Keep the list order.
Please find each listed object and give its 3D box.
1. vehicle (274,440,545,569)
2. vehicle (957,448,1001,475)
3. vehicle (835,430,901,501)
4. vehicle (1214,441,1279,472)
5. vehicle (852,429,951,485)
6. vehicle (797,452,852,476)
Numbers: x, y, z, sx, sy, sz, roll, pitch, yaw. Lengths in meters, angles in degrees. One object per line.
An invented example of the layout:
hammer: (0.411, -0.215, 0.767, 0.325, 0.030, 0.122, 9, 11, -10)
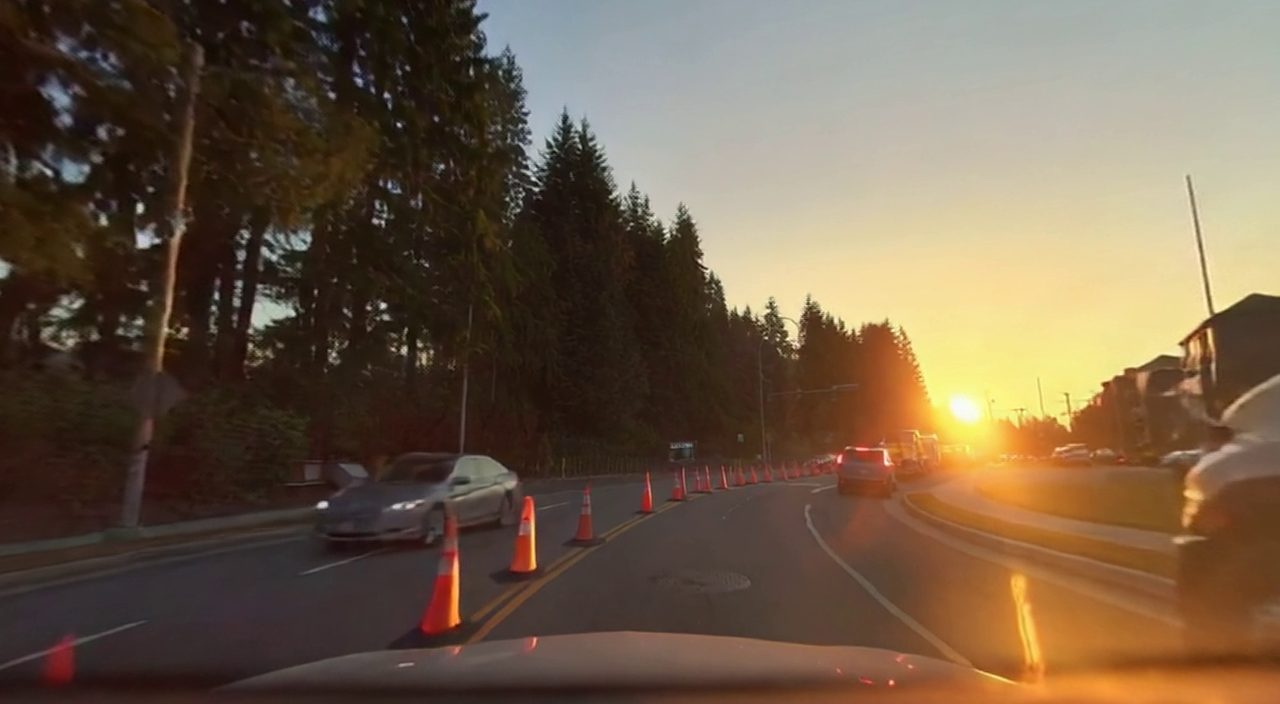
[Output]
vehicle: (-3.154, 2.163, 9.775, 1.945, 1.494, 4.201, -1, -9, 12)
vehicle: (23.906, 7.683, 44.495, 2.030, 1.774, 3.884, -6, -11, 36)
vehicle: (7.906, 3.879, 21.928, 1.913, 2.241, 3.024, -3, -9, 20)
vehicle: (31.028, 5.132, 30.966, 1.703, 1.454, 4.378, 1, -9, 1)
vehicle: (13.826, 5.340, 33.081, 3.098, 2.601, 6.758, -6, -9, 36)
vehicle: (12.203, 7.305, 41.557, 1.933, 1.428, 4.449, -6, -10, 37)
